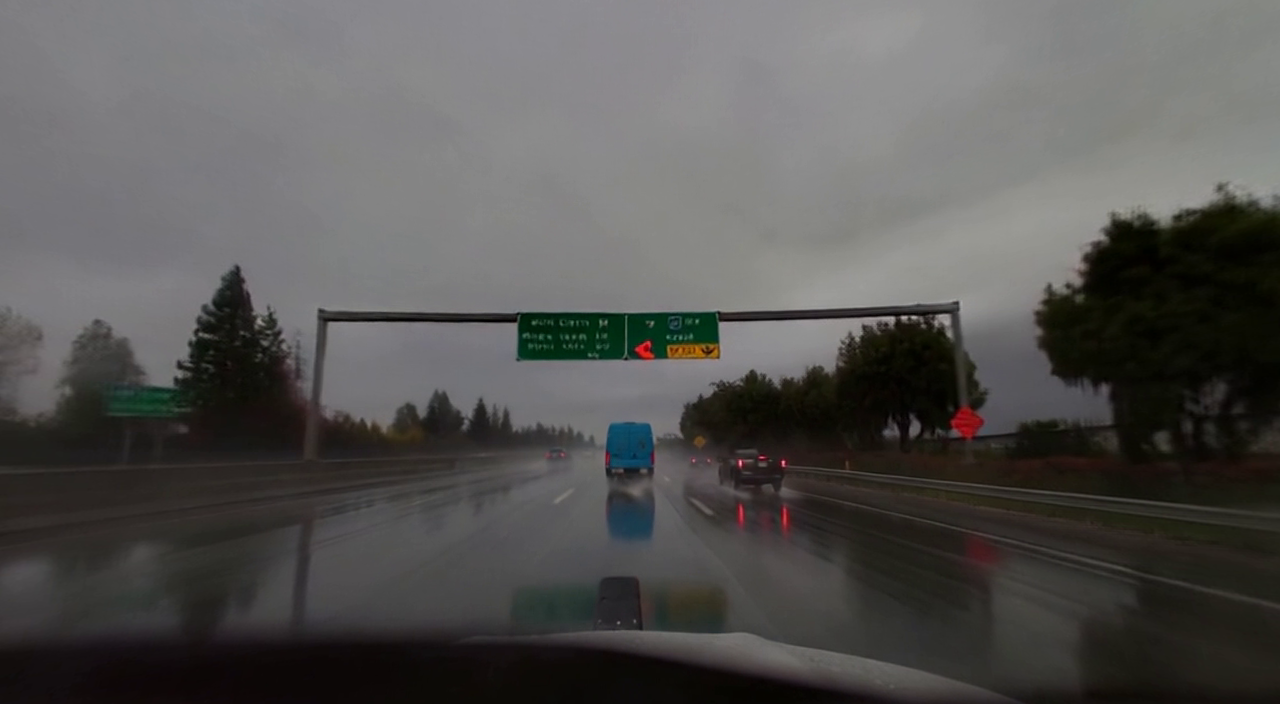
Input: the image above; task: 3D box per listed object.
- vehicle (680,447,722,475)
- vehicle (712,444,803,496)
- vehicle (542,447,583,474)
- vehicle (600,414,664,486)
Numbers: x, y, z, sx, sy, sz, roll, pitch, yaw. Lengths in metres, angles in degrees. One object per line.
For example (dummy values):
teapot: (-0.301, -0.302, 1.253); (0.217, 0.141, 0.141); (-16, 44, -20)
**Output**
vehicle: (3.449, 6.206, 35.952); (1.978, 1.510, 4.462); (0, -9, 0)
vehicle: (3.702, 3.821, 20.695); (2.015, 1.491, 4.732); (0, -9, -1)
vehicle: (-4.692, 6.648, 38.550); (2.003, 1.498, 4.386); (0, -9, 0)
vehicle: (-0.330, 3.924, 25.177); (2.268, 2.551, 5.144); (0, -9, -1)
